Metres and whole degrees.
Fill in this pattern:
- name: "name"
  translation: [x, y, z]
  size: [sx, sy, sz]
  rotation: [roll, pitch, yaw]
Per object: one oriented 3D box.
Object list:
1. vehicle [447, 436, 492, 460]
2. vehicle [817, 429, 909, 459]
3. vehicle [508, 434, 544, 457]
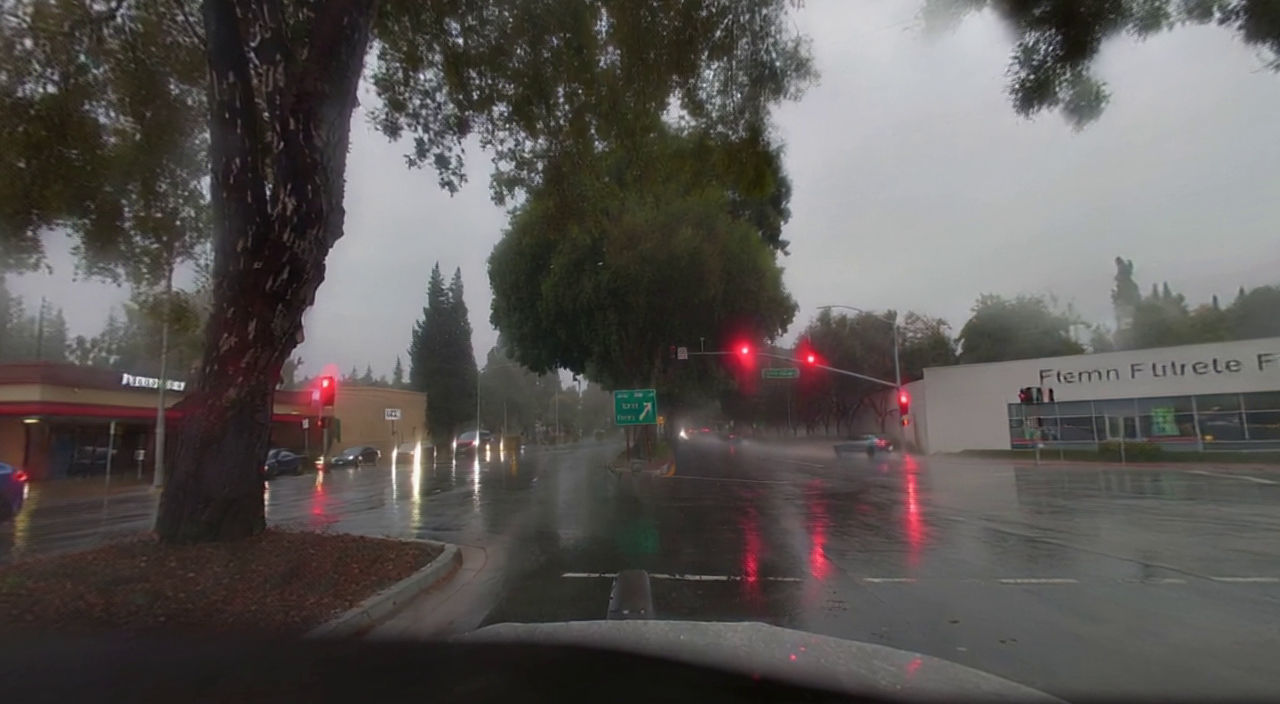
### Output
- name: "vehicle"
  translation: [-11.765, 6.681, 43.880]
  size: [2.111, 1.499, 4.371]
  rotation: [0, -9, -3]
- name: "vehicle"
  translation: [13.029, 5.418, 37.125]
  size: [1.936, 1.664, 4.667]
  rotation: [8, -12, -43]
- name: "vehicle"
  translation: [-8.073, 6.669, 45.078]
  size: [1.920, 1.546, 4.086]
  rotation: [0, -9, -1]
